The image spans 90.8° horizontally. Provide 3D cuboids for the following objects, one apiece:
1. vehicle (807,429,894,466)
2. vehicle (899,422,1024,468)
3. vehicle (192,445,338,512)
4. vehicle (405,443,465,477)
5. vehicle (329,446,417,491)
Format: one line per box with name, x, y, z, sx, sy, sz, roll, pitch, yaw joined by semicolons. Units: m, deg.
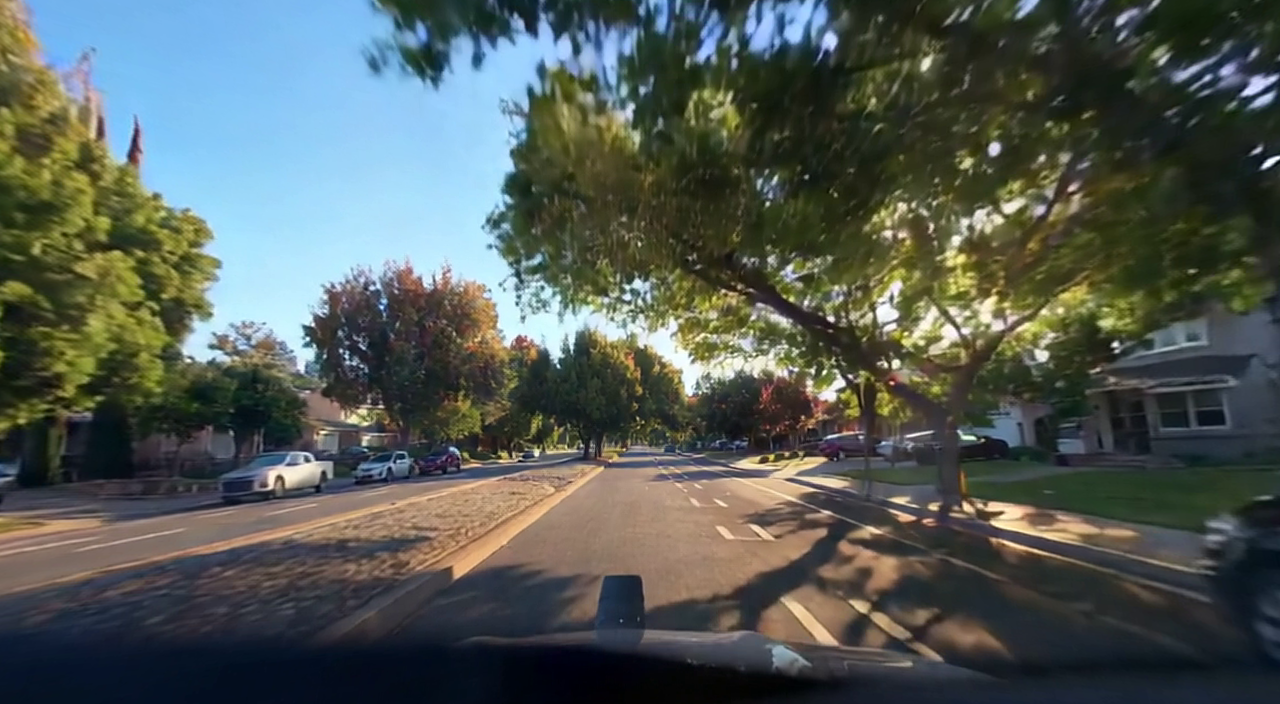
vehicle;12.124;5.500;36.570;4.194;1.850;1.951;-2;-7;-4
vehicle;14.528;4.209;28.785;4.498;1.831;2.059;-2;-7;-1
vehicle;-12.211;4.073;21.081;1.962;1.735;4.927;-2;-7;-1
vehicle;-12.364;6.526;38.494;2.105;1.930;4.541;0;-8;0
vehicle;-12.184;5.309;29.239;2.007;1.663;5.077;-2;-7;-1
